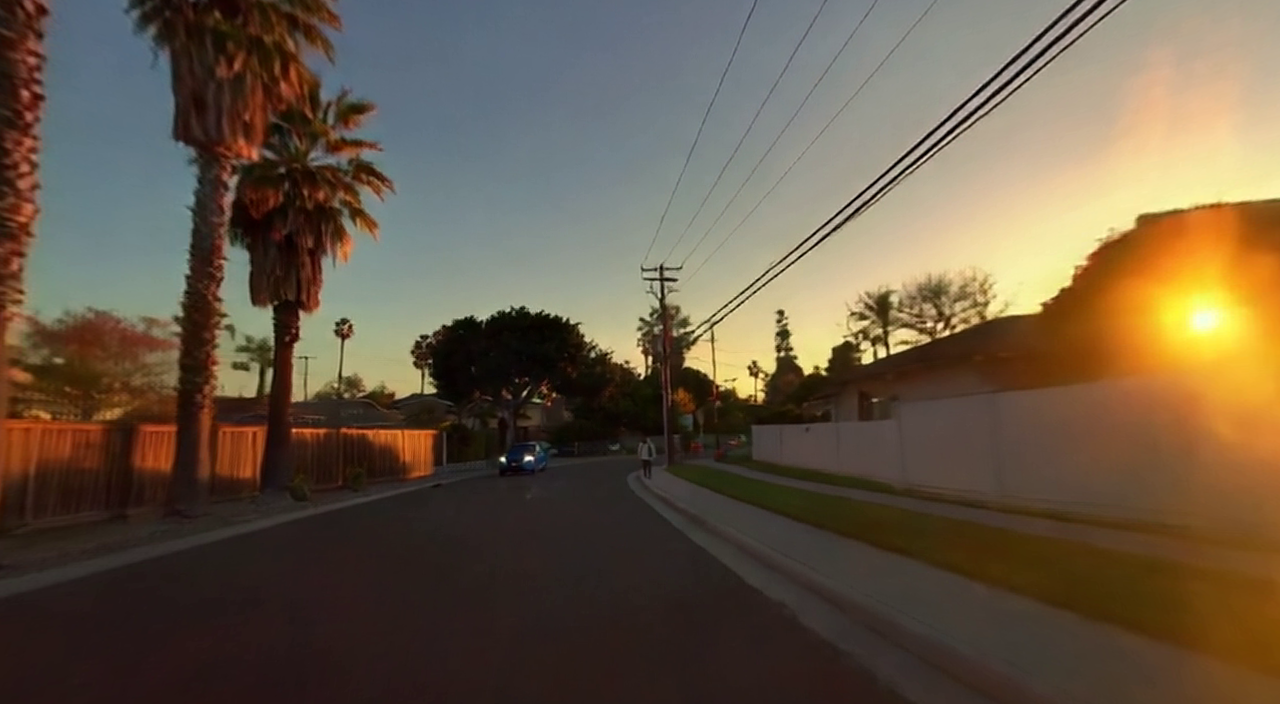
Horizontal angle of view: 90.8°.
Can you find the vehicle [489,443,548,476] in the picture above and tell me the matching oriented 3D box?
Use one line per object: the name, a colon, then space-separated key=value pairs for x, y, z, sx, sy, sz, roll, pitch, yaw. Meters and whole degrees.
vehicle: x=-6.735 y=6.021 z=35.691 sx=2.208 sy=1.758 sz=4.529 roll=0 pitch=-8 yaw=3
